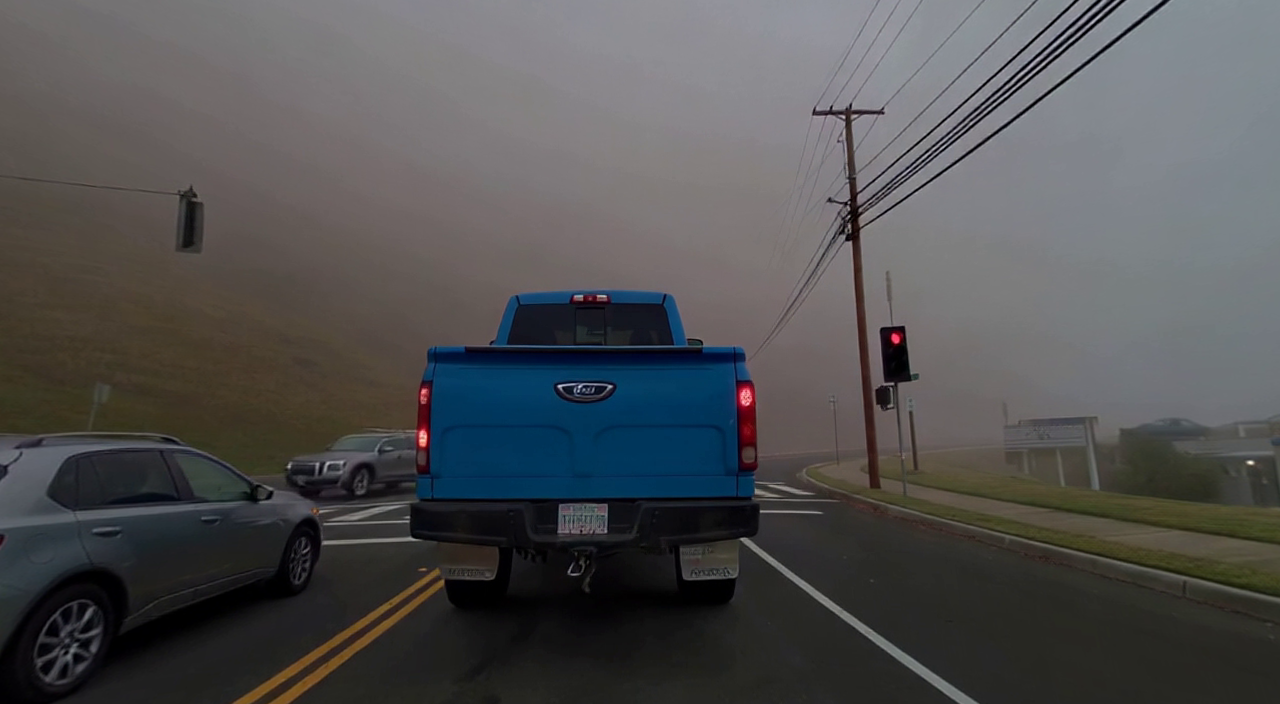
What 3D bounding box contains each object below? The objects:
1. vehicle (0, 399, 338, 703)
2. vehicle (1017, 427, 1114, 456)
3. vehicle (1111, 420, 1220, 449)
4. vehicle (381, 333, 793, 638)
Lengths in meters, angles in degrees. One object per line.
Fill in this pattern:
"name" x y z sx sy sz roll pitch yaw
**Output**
"vehicle" -3.958 1.188 3.981 2.017 1.555 4.150 -1 -9 0
"vehicle" 25.574 5.397 37.924 4.419 1.496 1.854 -2 -9 1
"vehicle" 34.272 5.433 41.276 2.012 1.757 5.021 3 -9 -20
"vehicle" -0.420 1.323 7.209 2.859 2.144 5.406 0 -9 -1
